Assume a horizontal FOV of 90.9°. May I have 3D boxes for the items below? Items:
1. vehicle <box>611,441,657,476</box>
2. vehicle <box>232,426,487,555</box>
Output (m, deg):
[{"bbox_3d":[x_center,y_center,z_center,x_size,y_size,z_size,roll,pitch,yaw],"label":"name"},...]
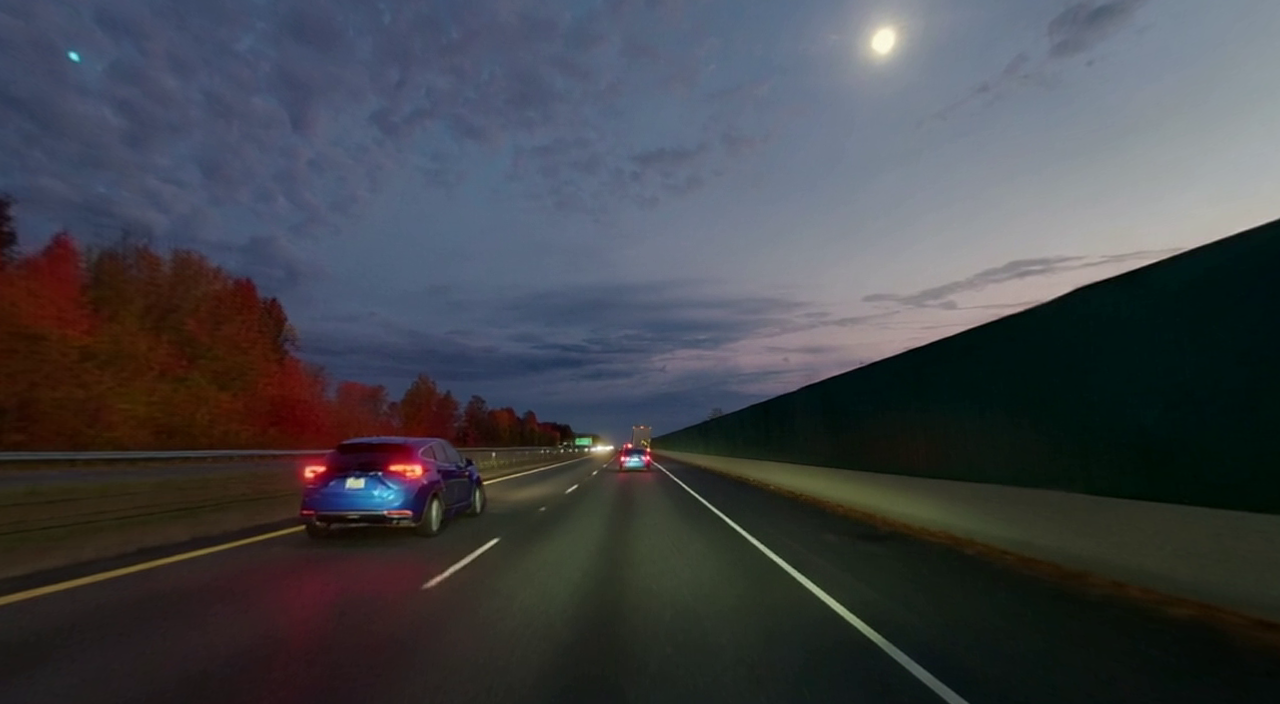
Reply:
[{"bbox_3d":[-0.293,5.024,30.010,2.057,1.516,4.065,0,-8,-1],"label":"vehicle"},{"bbox_3d":[-3.907,1.988,9.753,2.054,1.536,4.128,0,-8,0],"label":"vehicle"}]
